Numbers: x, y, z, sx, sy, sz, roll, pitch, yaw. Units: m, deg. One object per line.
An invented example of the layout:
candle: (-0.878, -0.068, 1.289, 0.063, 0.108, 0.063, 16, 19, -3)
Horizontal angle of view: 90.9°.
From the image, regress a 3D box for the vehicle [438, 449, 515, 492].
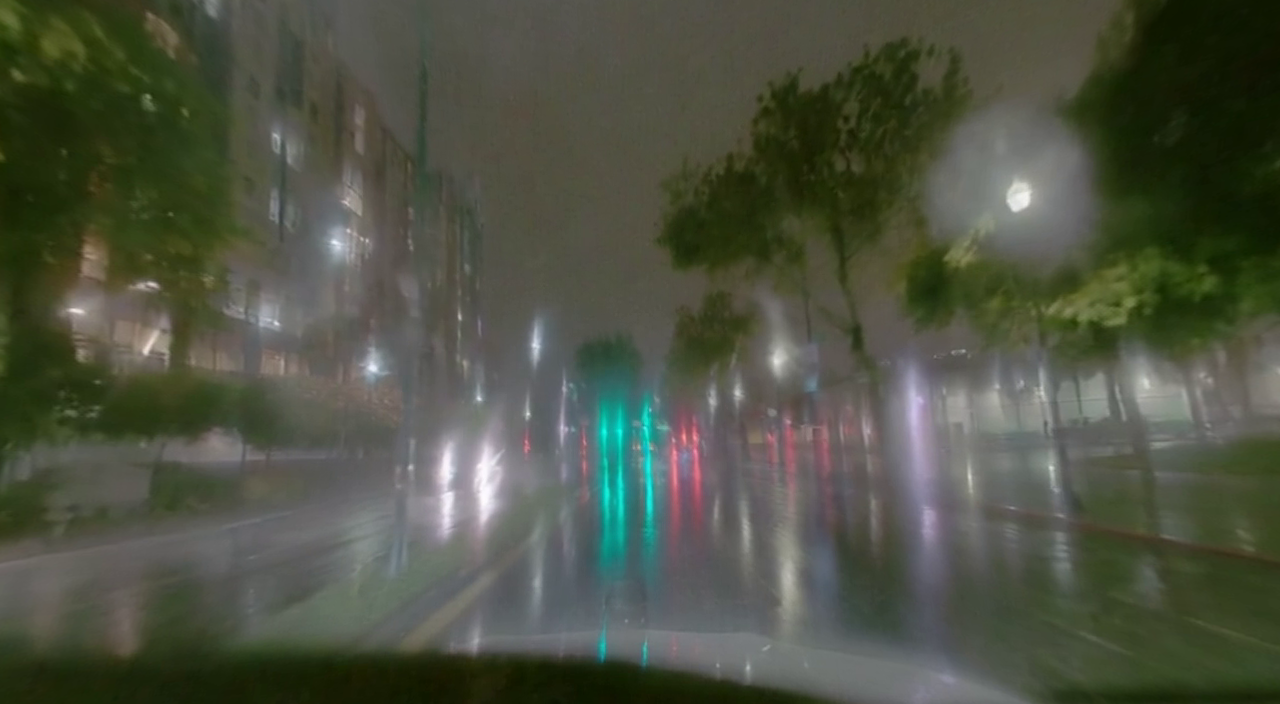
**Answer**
vehicle: (-7.033, 5.132, 27.672, 2.031, 1.723, 4.566, 0, -9, 1)

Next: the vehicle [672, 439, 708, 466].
vehicle: (3.309, 6.799, 42.574, 2.129, 1.719, 4.205, 0, -9, 0)
